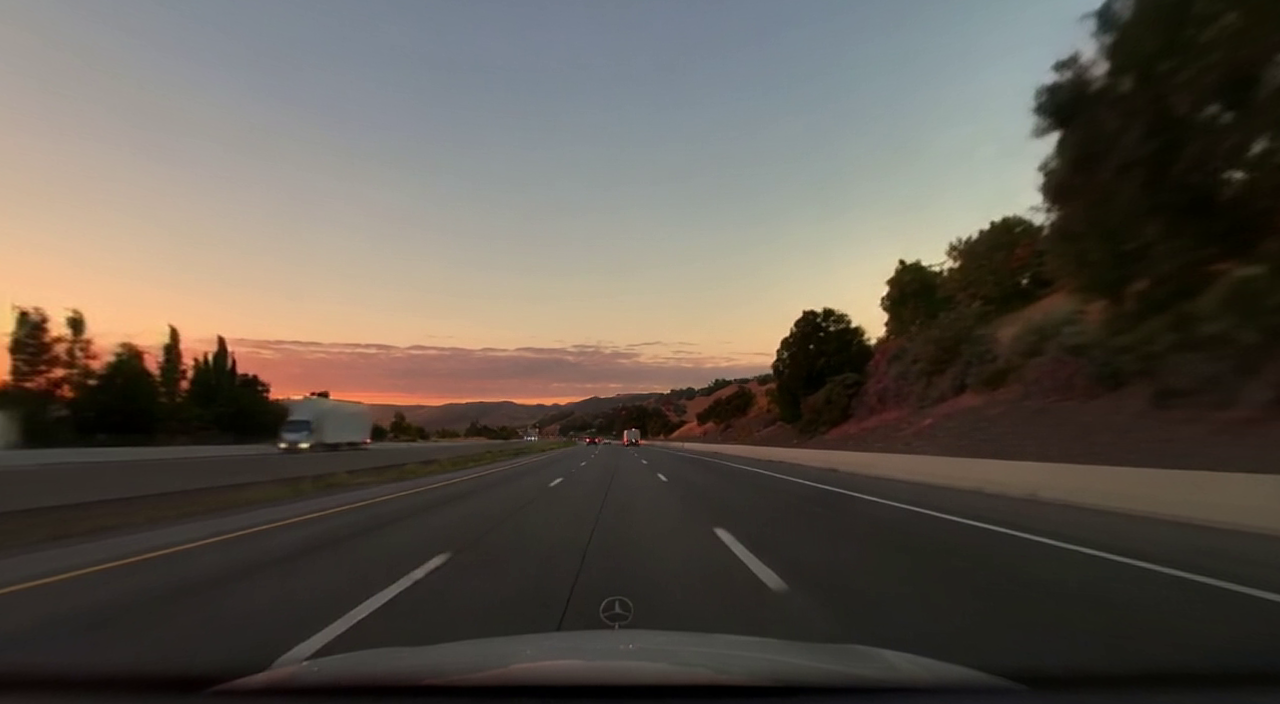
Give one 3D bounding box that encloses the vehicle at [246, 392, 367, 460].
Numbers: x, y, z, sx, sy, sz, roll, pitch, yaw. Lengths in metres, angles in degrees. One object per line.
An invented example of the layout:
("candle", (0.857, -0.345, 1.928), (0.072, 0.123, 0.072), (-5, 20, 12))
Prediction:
("vehicle", (-21.678, 5.011, 41.785), (3.027, 3.959, 9.470), (0, -8, -1))
